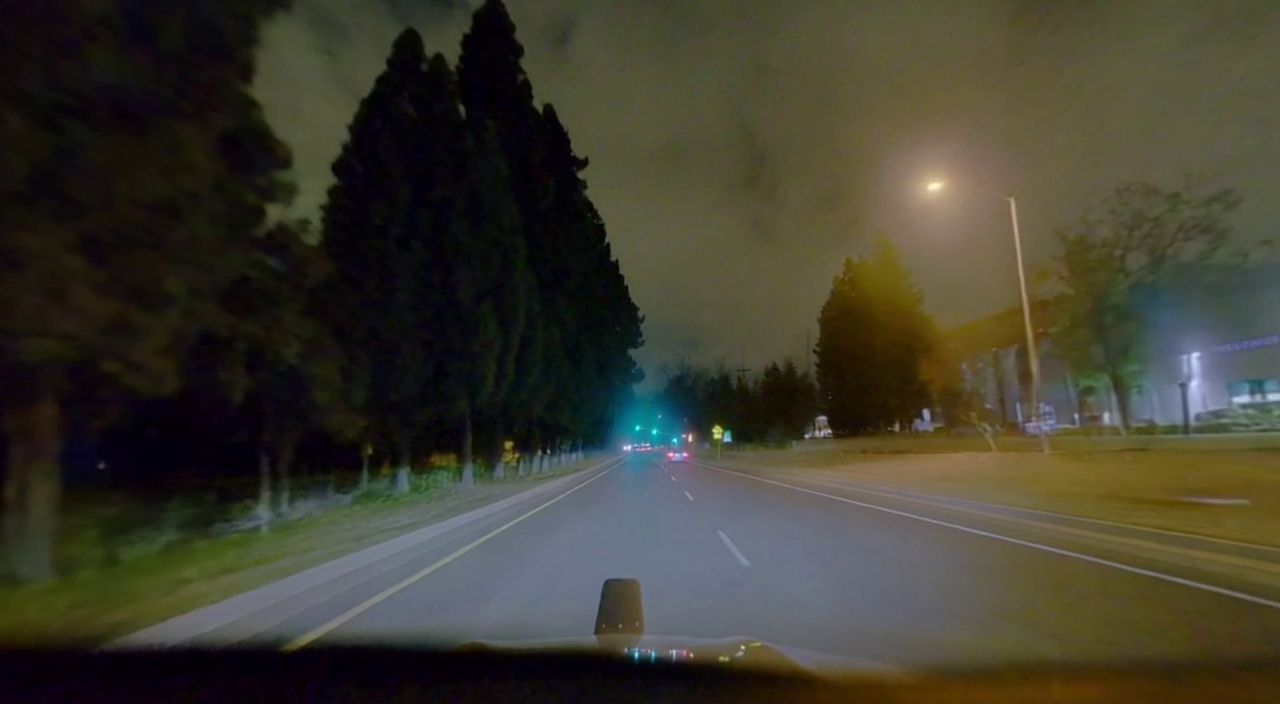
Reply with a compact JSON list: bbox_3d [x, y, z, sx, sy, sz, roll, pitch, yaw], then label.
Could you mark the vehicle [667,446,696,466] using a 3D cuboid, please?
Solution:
[{"bbox_3d":[3.199,8.100,49.547,1.925,1.488,4.271,0,-8,-1],"label":"vehicle"}]
